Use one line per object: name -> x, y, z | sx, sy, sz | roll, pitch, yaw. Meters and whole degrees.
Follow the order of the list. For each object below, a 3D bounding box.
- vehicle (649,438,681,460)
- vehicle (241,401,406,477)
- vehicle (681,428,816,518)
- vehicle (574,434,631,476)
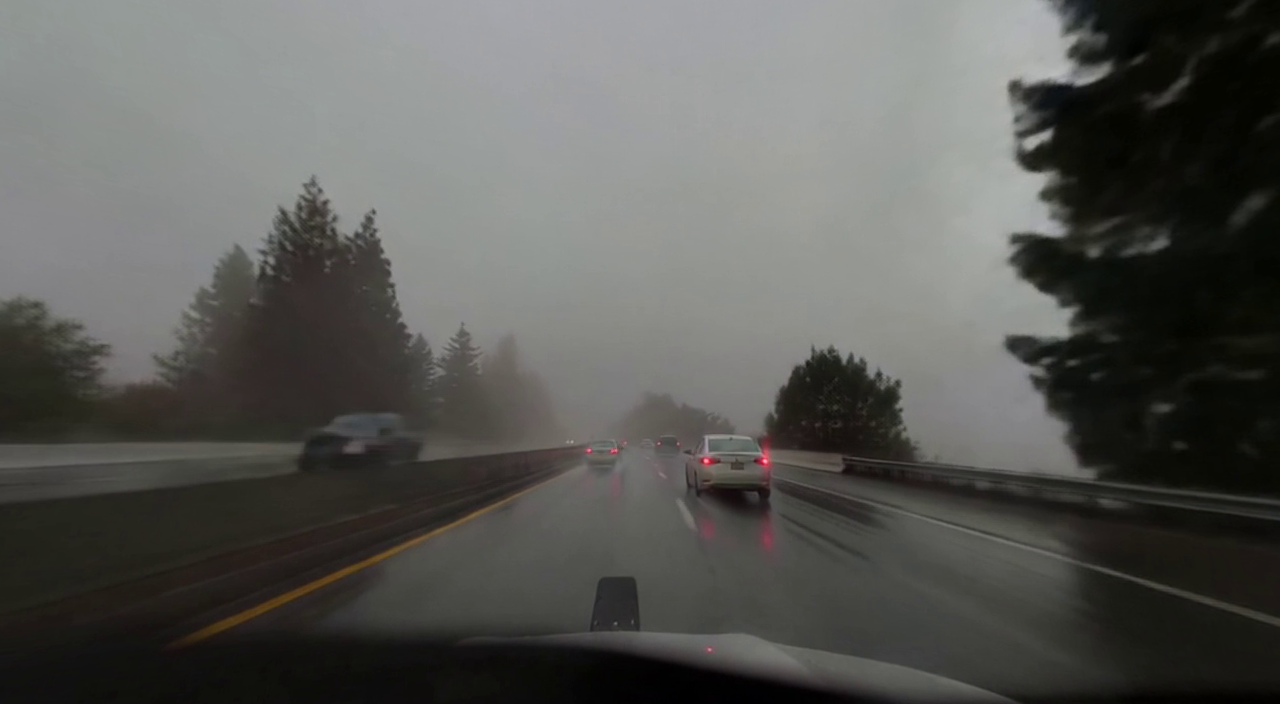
vehicle -> 1.821, 7.156, 46.650 | 2.146, 1.546, 3.796 | 0, -8, 0
vehicle -> -8.039, 2.290, 16.517 | 2.109, 1.706, 4.082 | 0, -8, 1
vehicle -> 2.087, 2.503, 13.705 | 2.055, 1.566, 5.046 | 0, -8, 0
vehicle -> -1.471, 4.266, 26.311 | 2.178, 1.559, 4.254 | 0, -8, -1
